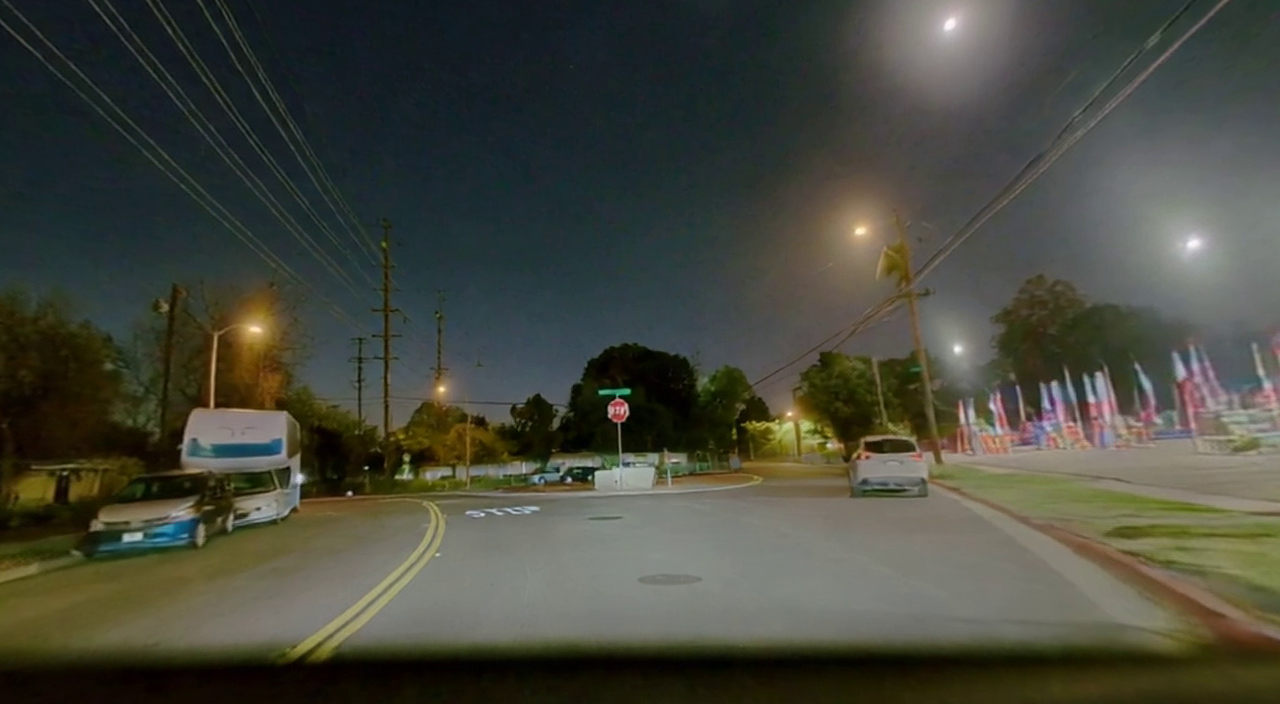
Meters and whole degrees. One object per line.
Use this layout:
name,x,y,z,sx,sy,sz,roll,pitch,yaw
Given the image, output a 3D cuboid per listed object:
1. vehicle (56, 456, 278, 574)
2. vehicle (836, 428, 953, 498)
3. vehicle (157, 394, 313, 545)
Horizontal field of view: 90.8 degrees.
vehicle,-9.047,3.032,12.711,2.103,1.599,4.865,1,-7,-19
vehicle,8.082,3.509,20.795,2.508,1.887,5.930,-3,-7,12
vehicle,-13.076,3.653,21.552,3.216,3.720,11.364,2,-8,-27
